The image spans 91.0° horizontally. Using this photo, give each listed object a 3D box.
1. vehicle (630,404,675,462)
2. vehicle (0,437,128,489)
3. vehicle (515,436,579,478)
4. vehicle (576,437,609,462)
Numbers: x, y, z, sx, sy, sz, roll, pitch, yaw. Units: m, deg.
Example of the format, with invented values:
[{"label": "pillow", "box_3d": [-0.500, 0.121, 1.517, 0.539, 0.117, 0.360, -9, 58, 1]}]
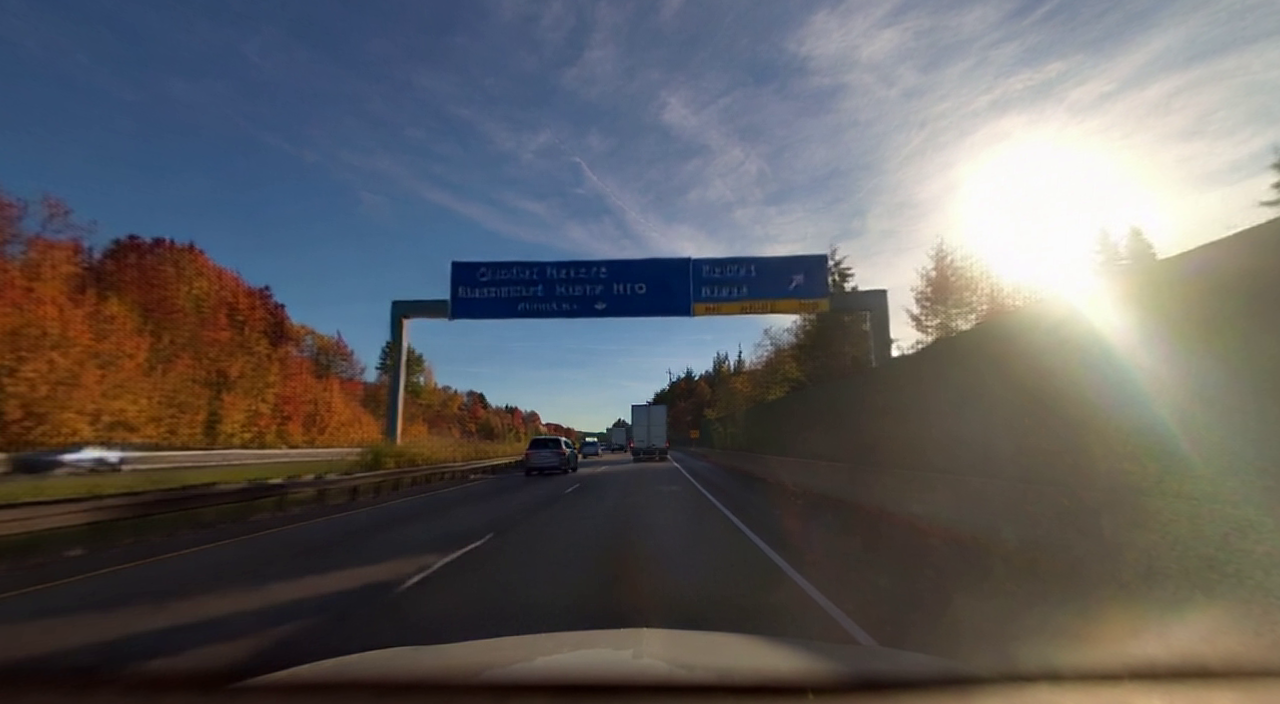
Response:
[{"label": "vehicle", "box_3d": [0.887, 5.960, 45.809, 2.933, 3.701, 10.425, 0, -8, 1]}, {"label": "vehicle", "box_3d": [-26.889, 4.991, 28.785, 2.223, 2.138, 5.557, 0, -8, -1]}, {"label": "vehicle", "box_3d": [-3.630, 4.164, 25.284, 1.927, 1.556, 3.921, 0, -8, 1]}, {"label": "vehicle", "box_3d": [-3.209, 6.728, 43.547, 1.962, 1.575, 4.158, 0, -8, 0]}]
